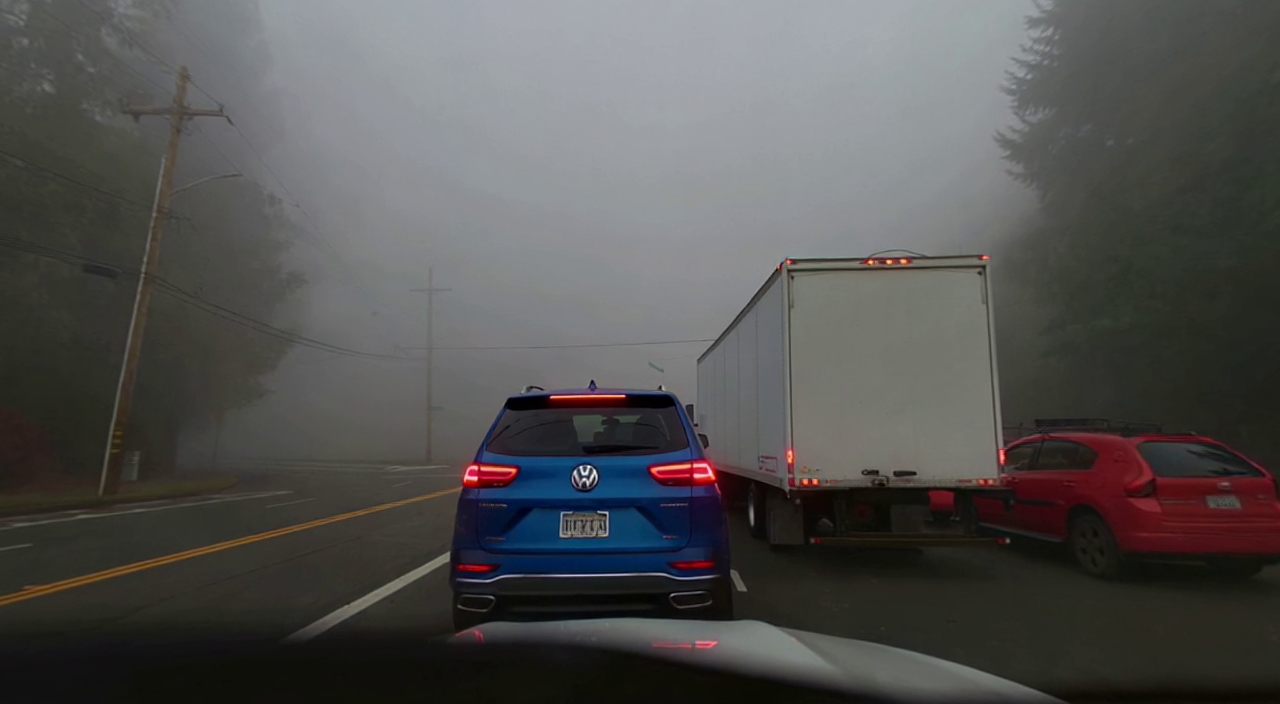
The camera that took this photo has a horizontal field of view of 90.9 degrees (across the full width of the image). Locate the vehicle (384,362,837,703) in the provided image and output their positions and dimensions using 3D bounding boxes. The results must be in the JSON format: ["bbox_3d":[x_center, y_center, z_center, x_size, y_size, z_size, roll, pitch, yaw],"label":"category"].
[{"bbox_3d":[-0.132,1.223,5.133,2.114,1.732,4.230,0,-8,0],"label":"vehicle"}]

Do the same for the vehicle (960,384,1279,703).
[{"bbox_3d":[2.833,0.747,1.193,1.971,1.484,4.728,0,-8,0],"label":"vehicle"}]

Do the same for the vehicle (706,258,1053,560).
[{"bbox_3d":[3.224,1.255,11.834,2.915,3.559,8.848,0,-8,-1],"label":"vehicle"}]
